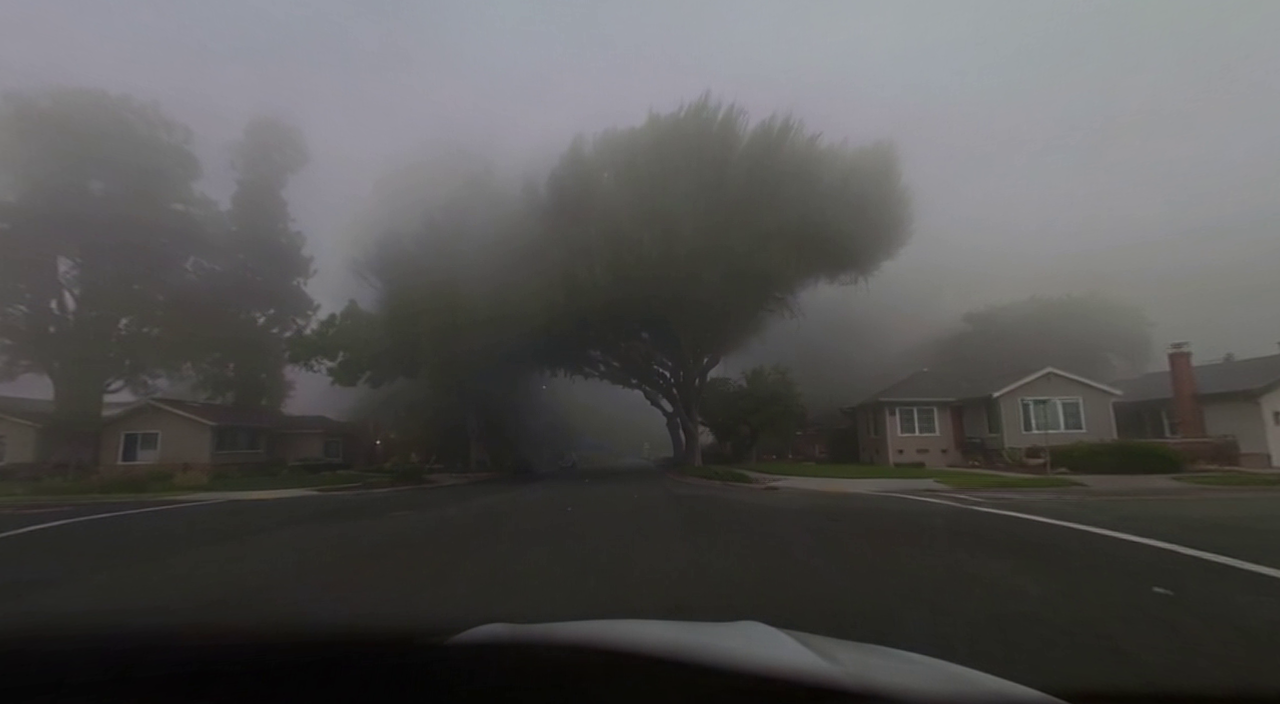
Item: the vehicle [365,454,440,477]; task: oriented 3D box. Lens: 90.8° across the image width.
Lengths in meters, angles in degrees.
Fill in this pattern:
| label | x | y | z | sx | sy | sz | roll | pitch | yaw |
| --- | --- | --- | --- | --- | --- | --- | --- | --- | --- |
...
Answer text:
| label | x | y | z | sx | sy | sz | roll | pitch | yaw |
| --- | --- | --- | --- | --- | --- | --- | --- | --- | --- |
| vehicle | -16.276 | 7.763 | 43.410 | 4.358 | 1.516 | 2.077 | 1 | -9 | -4 |
